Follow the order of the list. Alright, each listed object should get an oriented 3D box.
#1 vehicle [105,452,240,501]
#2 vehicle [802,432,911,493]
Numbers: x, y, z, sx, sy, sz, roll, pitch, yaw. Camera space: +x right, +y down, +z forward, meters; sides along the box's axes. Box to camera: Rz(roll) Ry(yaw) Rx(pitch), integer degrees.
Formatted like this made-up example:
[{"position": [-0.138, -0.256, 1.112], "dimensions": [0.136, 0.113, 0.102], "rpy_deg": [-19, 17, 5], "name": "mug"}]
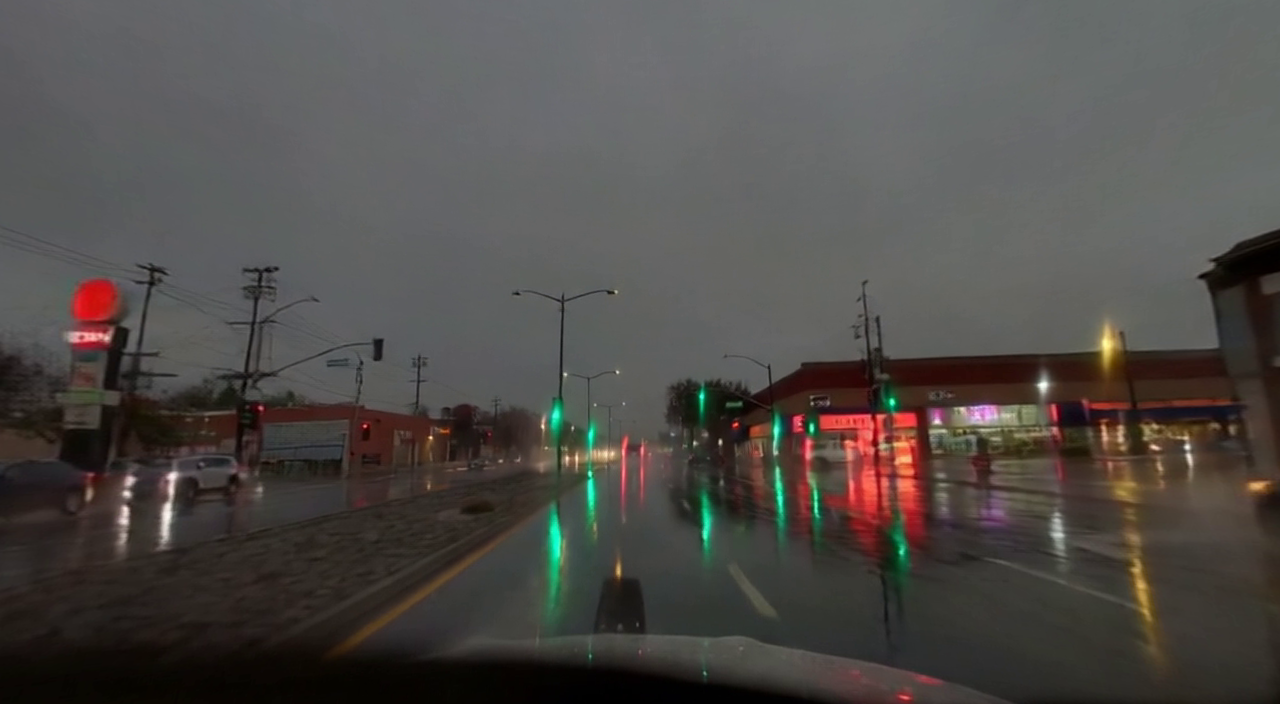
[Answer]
[{"position": [-18.189, 4.835, 24.909], "dimensions": [1.882, 1.645, 4.511], "rpy_deg": [0, -8, -1], "name": "vehicle"}, {"position": [6.613, 3.397, 19.879], "dimensions": [1.974, 1.679, 4.611], "rpy_deg": [-1, -8, 3], "name": "vehicle"}]
